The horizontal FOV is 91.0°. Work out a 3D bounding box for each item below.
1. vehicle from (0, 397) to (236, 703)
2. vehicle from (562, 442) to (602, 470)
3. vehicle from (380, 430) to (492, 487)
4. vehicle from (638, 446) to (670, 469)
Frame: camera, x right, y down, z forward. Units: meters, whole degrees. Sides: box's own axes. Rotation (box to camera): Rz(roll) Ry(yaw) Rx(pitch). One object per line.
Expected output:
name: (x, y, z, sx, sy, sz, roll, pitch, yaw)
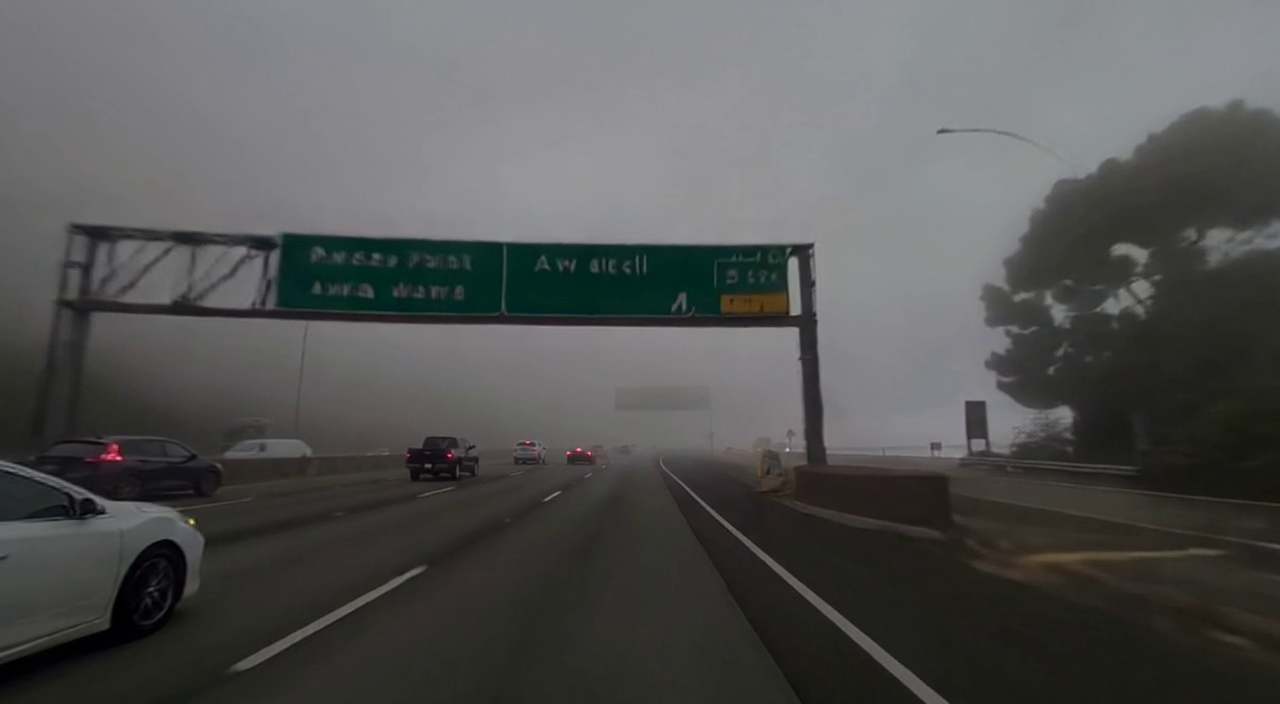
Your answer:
vehicle: (-4.191, 0.917, 2.566, 2.027, 1.547, 4.511, 0, -9, 1)
vehicle: (-3.787, 6.856, 41.696, 2.132, 1.708, 4.571, 0, -9, 1)
vehicle: (-7.511, 3.979, 23.924, 2.250, 1.870, 5.647, 0, -9, 1)
vehicle: (1.009, 7.484, 44.901, 2.153, 1.510, 4.646, 0, -9, 2)
